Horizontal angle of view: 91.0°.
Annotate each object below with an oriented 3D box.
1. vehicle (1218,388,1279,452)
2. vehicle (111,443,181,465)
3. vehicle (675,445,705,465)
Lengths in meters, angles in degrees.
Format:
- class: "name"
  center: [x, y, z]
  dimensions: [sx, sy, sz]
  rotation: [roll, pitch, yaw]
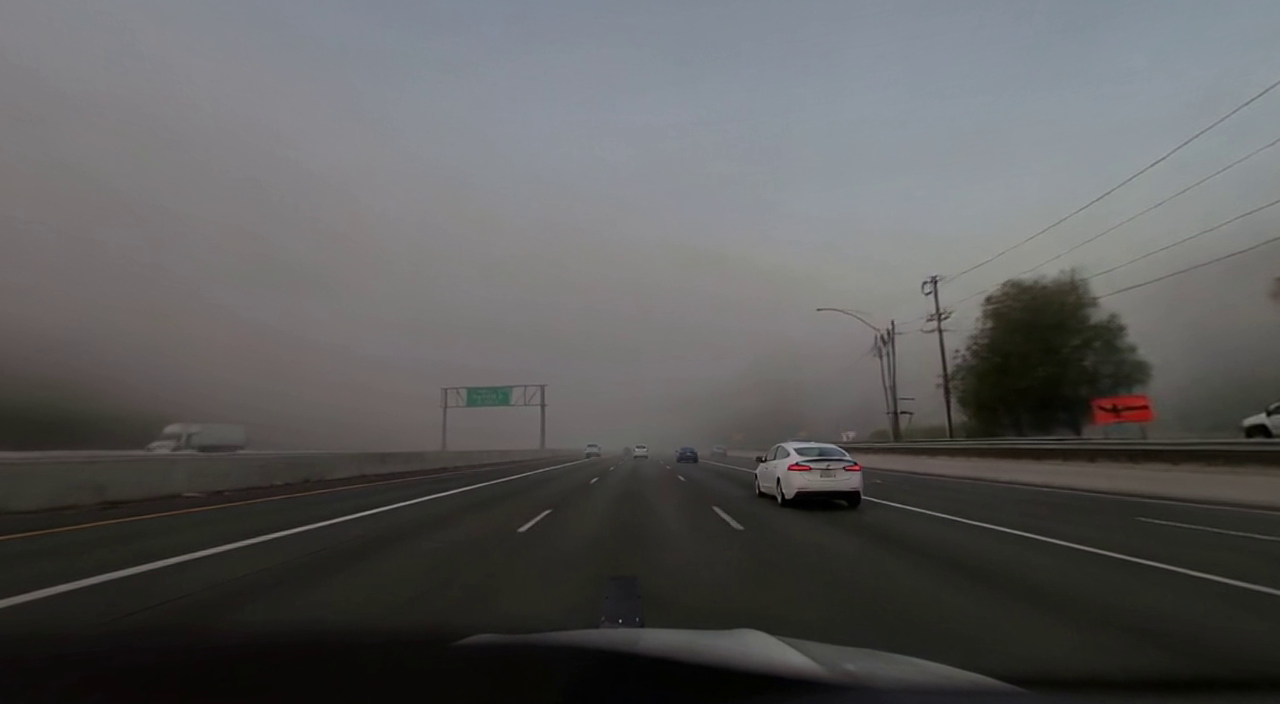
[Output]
- class: "vehicle"
  center: [41.802, 4.509, 41.221]
  dimensions: [2.985, 3.956, 4.846]
  rotation: [0, -9, 1]
- class: "vehicle"
  center: [-35.082, 7.237, 44.839]
  dimensions: [1.689, 1.526, 3.848]
  rotation: [0, -9, 2]
- class: "vehicle"
  center: [3.901, 8.152, 49.847]
  dimensions: [2.076, 1.506, 4.050]
  rotation: [0, -9, 0]
